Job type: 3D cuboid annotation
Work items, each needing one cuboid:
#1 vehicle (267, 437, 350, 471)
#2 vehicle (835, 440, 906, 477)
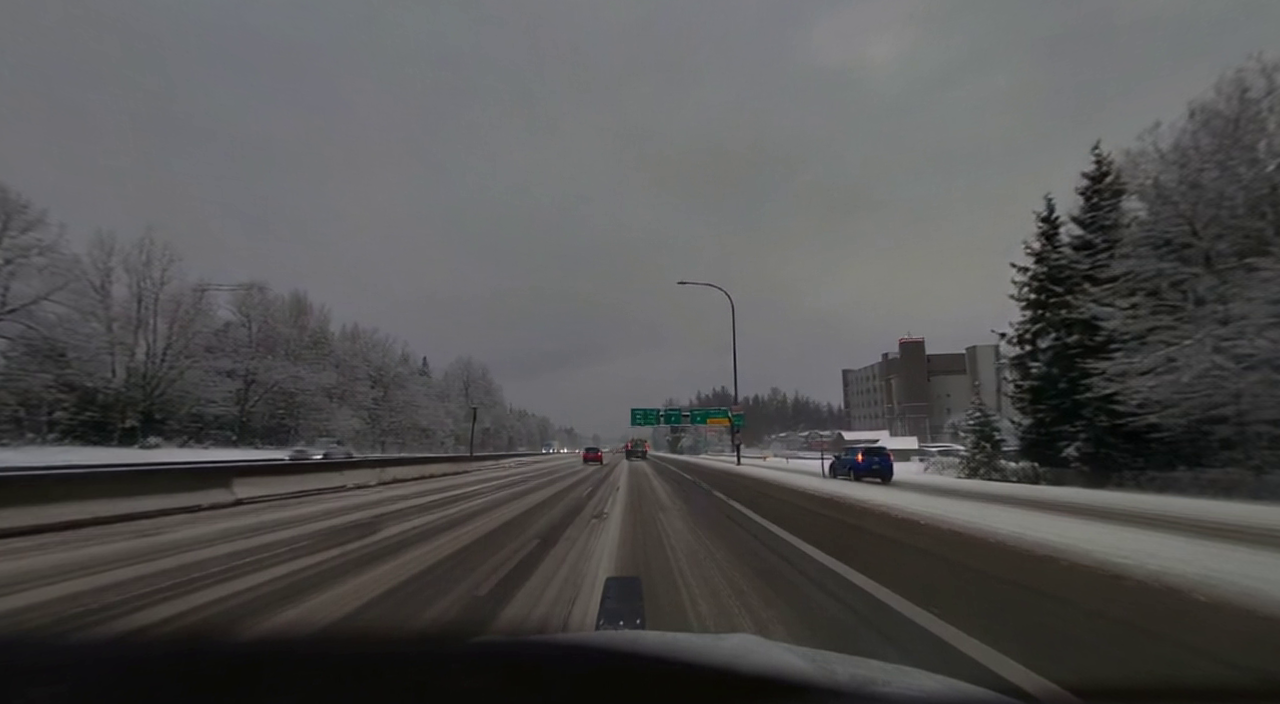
[{"bbox_3d":[-19.278,5.951,37.024,2.107,1.810,5.134,0,-9,0],"label":"vehicle"},{"bbox_3d":[15.328,7.106,42.320,2.411,2.326,5.300,0,-9,-4],"label":"vehicle"}]
